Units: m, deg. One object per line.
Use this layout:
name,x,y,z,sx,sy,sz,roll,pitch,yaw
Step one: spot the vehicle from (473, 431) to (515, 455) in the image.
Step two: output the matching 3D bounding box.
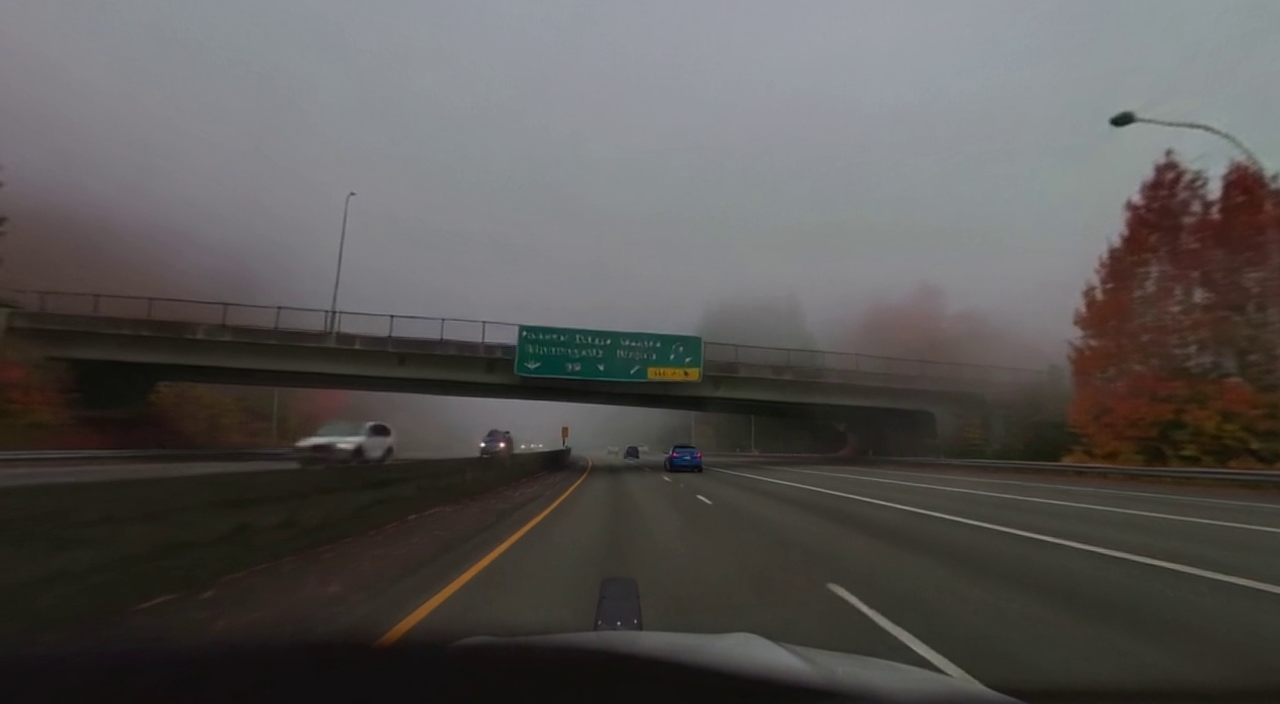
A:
vehicle,-10.825,6.858,46.859,2.185,1.675,4.704,0,-9,-2

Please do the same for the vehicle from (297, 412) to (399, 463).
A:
vehicle,-10.483,3.159,22.862,1.842,1.663,3.995,0,-9,-1

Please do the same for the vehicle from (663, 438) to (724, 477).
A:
vehicle,2.409,4.933,29.462,2.337,1.633,4.222,0,-9,-2
